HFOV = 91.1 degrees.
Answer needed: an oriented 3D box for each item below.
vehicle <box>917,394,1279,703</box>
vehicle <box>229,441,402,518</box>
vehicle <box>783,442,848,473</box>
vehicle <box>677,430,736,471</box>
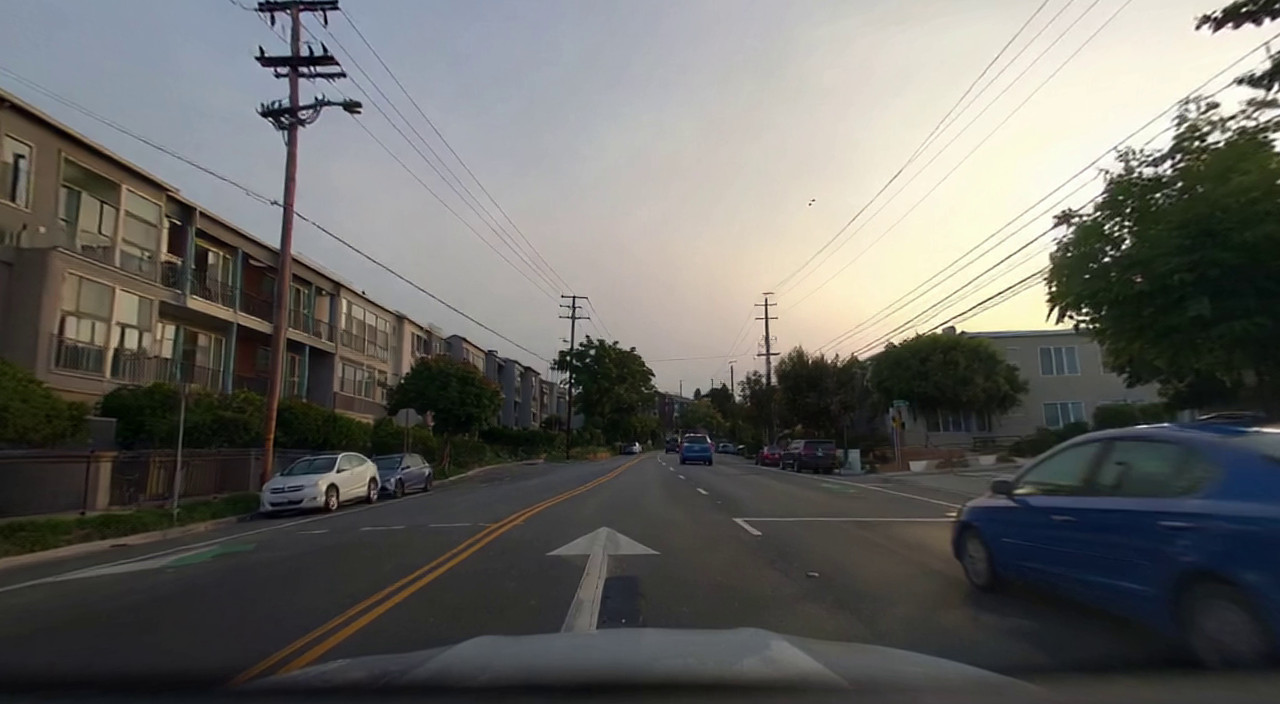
[{"bbox_3d":[3.698,1.128,3.787,2.028,1.552,4.370,0,-8,0],"label":"vehicle"},{"bbox_3d":[-8.728,3.421,17.525,2.381,1.825,4.652,0,-8,-1],"label":"vehicle"},{"bbox_3d":[8.929,5.380,32.341,1.935,1.478,4.711,0,-8,-1],"label":"vehicle"},{"bbox_3d":[3.031,4.633,29.663,2.046,1.784,4.687,0,-8,-3],"label":"vehicle"}]
